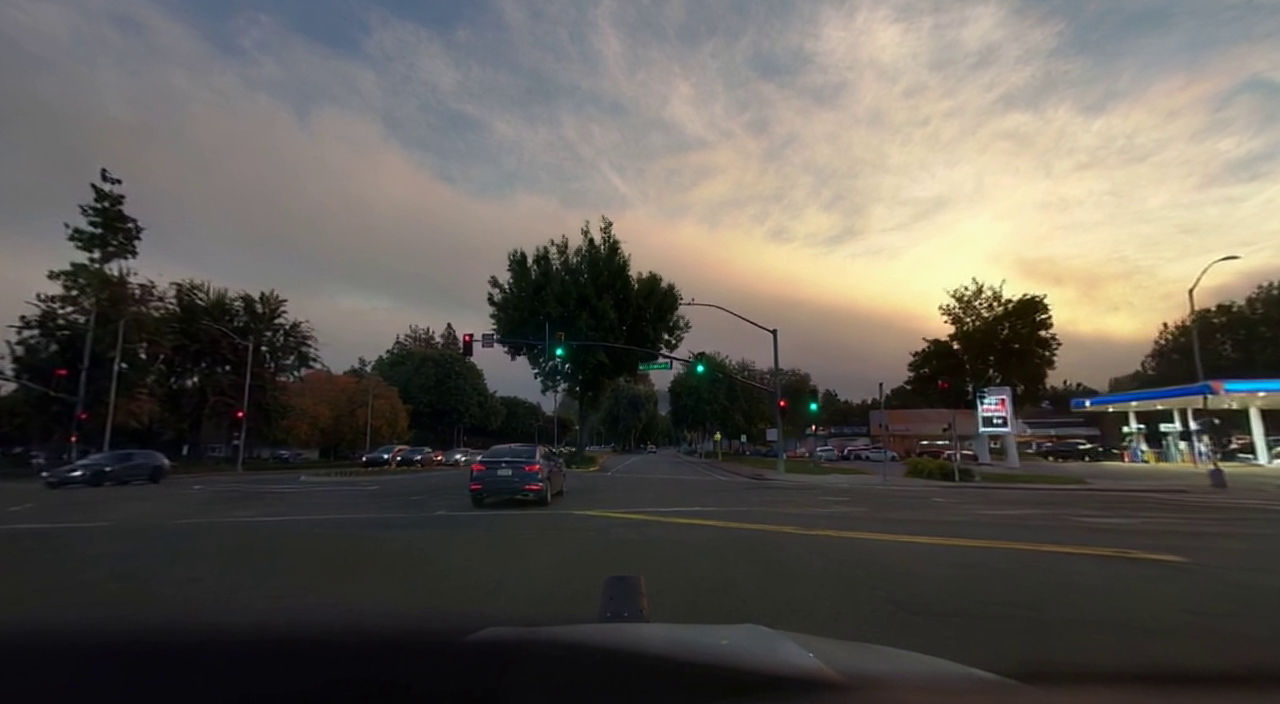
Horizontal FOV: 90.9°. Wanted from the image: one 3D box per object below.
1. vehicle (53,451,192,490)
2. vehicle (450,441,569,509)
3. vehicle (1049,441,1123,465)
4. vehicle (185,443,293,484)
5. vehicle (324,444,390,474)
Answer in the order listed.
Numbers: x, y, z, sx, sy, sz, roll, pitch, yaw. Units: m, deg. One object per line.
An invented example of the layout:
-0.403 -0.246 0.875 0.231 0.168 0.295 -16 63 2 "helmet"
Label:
-20.799 4.749 25.638 1.821 1.371 4.545 0 -8 -1 "vehicle"
-3.163 3.079 16.345 2.041 1.483 4.533 0 -8 1 "vehicle"
32.943 7.445 46.721 2.148 1.679 4.197 1 -9 -5 "vehicle"
-17.387 4.826 27.622 1.887 1.635 4.281 0 -8 0 "vehicle"
-17.612 6.625 39.434 2.032 1.741 4.450 0 -8 0 "vehicle"
